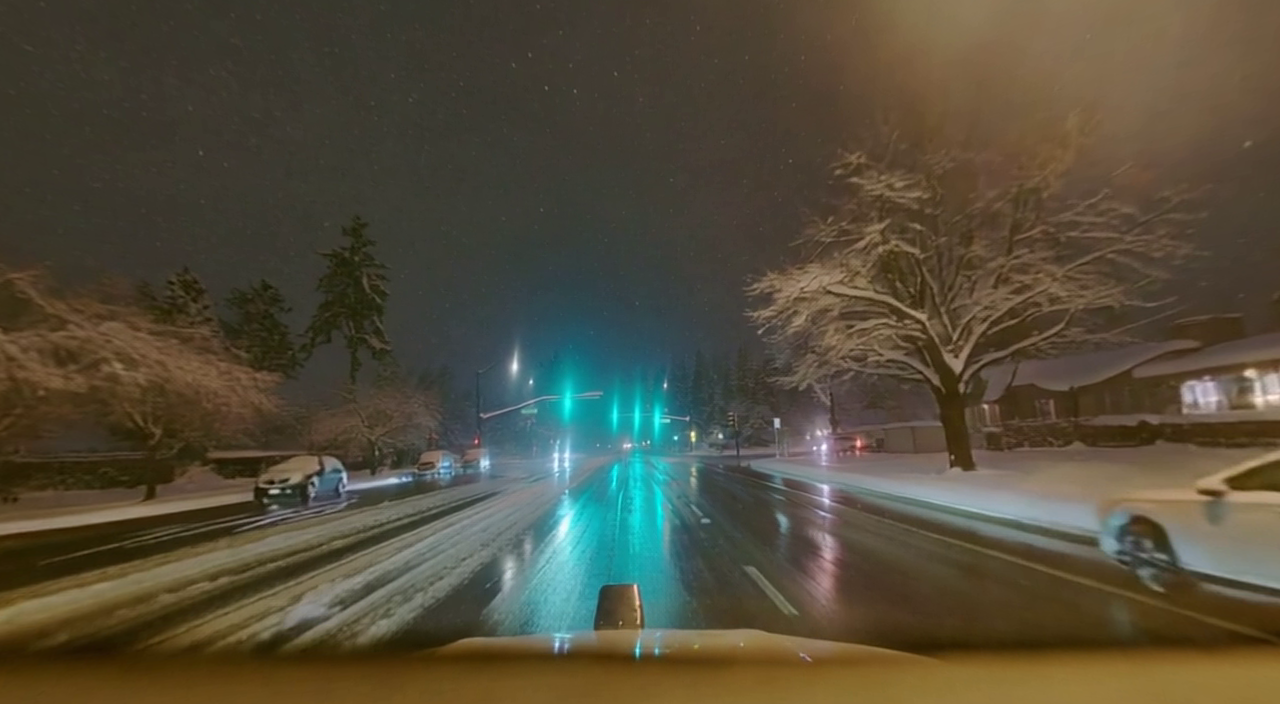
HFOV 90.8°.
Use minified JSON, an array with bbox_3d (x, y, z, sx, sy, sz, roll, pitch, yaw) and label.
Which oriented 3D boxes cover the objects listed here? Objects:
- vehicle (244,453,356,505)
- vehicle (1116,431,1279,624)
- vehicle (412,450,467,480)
[{"bbox_3d":[-12.953,4.805,24.402,1.916,1.754,4.337,0,-9,-1],"label":"vehicle"},{"bbox_3d":[5.827,1.242,4.195,1.892,1.452,4.327,0,-9,-1],"label":"vehicle"},{"bbox_3d":[-13.061,7.321,41.411,2.121,1.791,4.871,0,-9,-2],"label":"vehicle"}]
